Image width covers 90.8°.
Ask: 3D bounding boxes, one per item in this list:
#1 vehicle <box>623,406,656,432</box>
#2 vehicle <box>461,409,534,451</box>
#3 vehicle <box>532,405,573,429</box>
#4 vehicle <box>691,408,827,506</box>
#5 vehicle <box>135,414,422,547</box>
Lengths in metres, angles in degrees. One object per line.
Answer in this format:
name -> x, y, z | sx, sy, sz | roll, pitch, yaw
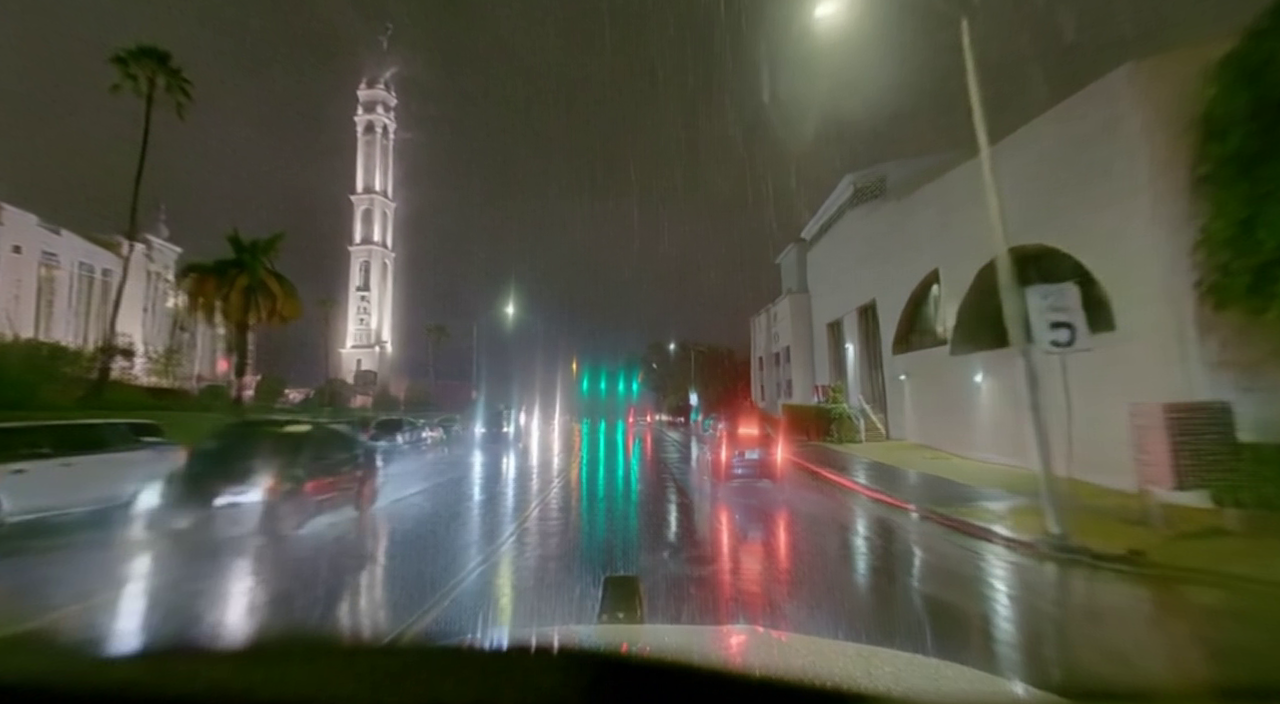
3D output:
vehicle -> -0.028, 4.676, 43.802 | 2.196, 1.655, 3.939 | 0, -8, 1
vehicle -> -6.114, 3.473, 27.727 | 2.171, 1.676, 4.523 | 0, -8, 0
vehicle -> -6.141, 4.647, 45.029 | 2.153, 1.469, 4.939 | 0, -8, 0
vehicle -> 2.466, 2.340, 14.358 | 1.995, 1.858, 4.333 | 1, -8, -4
vehicle -> -5.872, 2.142, 11.230 | 2.295, 1.837, 4.680 | 0, -8, 0
